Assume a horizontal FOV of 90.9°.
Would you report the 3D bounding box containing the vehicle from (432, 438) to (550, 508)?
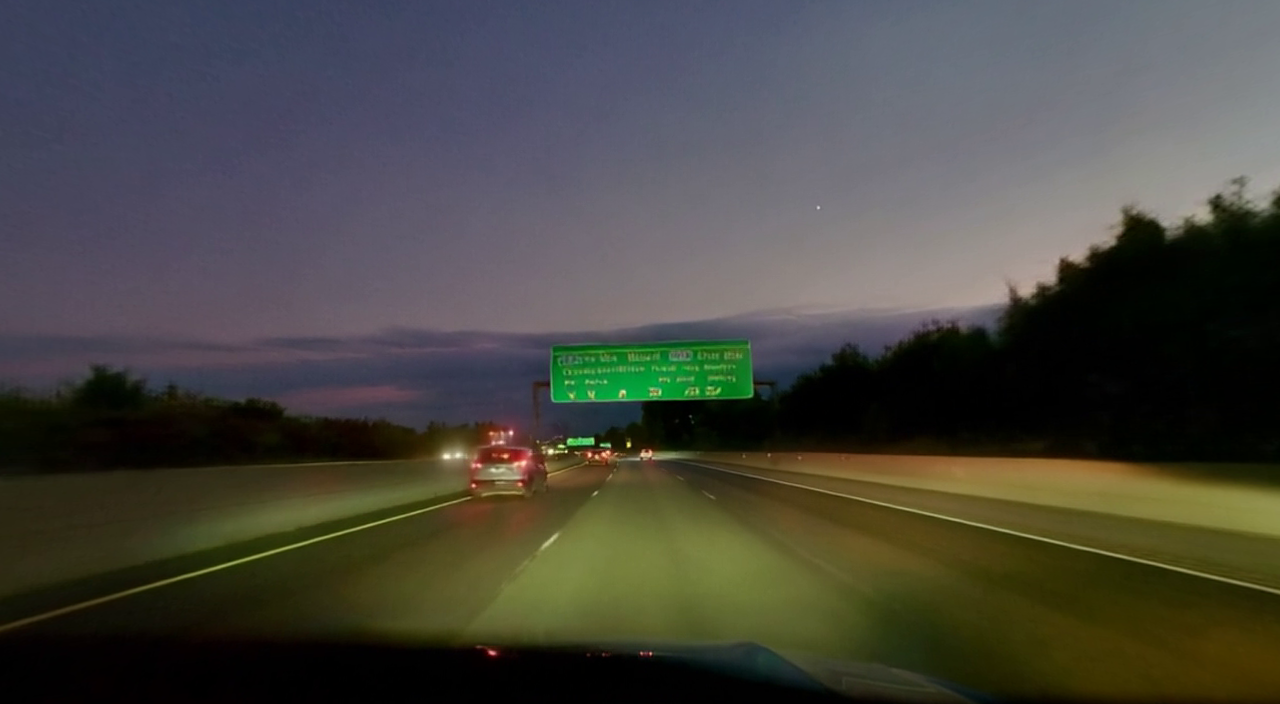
[{"bbox_3d":[-3.745,3.146,16.774,2.028,1.584,4.481,0,-9,0],"label":"vehicle"}]
